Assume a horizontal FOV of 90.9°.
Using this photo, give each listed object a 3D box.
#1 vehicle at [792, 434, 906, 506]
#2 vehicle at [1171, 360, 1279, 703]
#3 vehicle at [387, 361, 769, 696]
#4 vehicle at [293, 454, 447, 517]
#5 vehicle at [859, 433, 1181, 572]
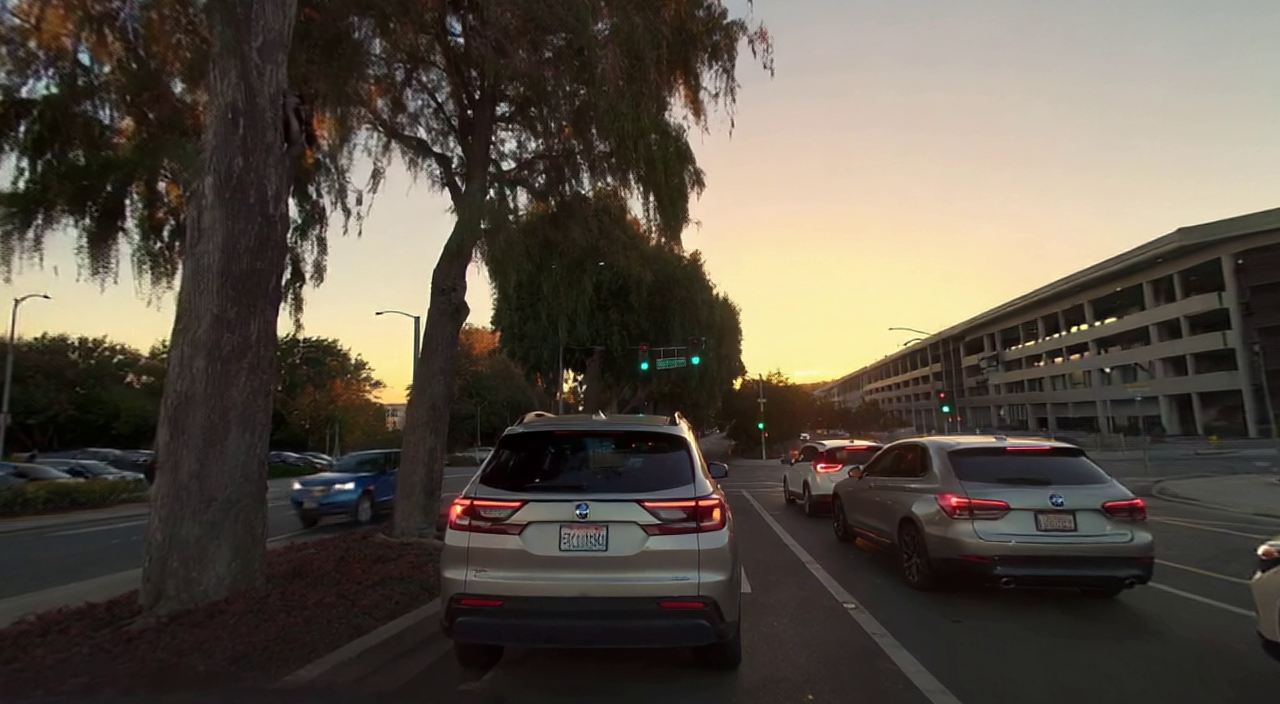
[{"bbox_3d":[5.343,3.034,16.701,1.994,1.638,4.100,-1,-8,6],"label":"vehicle"},{"bbox_3d":[4.053,0.614,1.105,1.993,1.719,4.953,0,-8,2],"label":"vehicle"},{"bbox_3d":[-0.201,1.237,5.555,2.021,1.742,4.295,-1,-8,4],"label":"vehicle"},{"bbox_3d":[-7.535,3.742,18.289,2.163,1.500,4.753,-1,-8,3],"label":"vehicle"},{"bbox_3d":[4.910,1.972,9.156,1.963,1.480,4.553,0,-8,2],"label":"vehicle"}]
